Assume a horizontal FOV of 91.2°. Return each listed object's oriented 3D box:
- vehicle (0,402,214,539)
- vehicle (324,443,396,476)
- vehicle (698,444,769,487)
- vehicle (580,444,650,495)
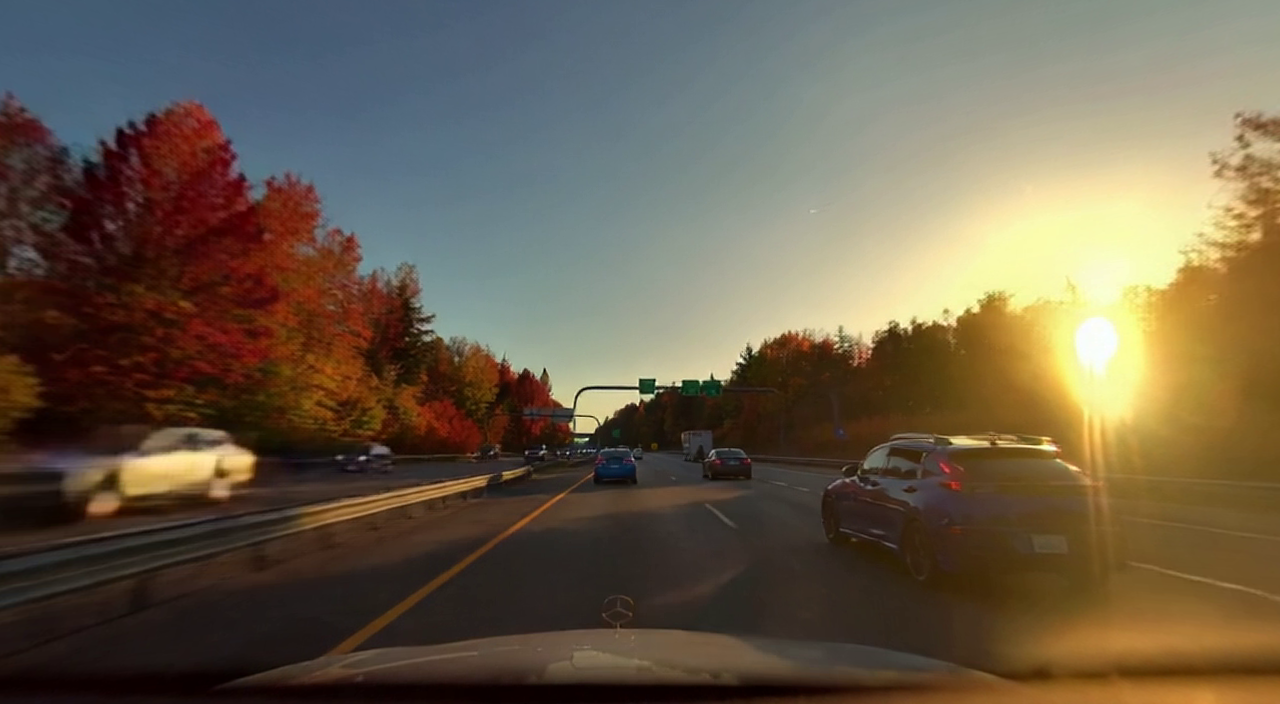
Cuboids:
[{"bbox_3d":[-9.036,1.668,9.008,2.512,1.641,4.748,0,-9,-1],"label":"vehicle"},{"bbox_3d":[-13.790,5.309,31.119,1.798,1.510,3.858,0,-9,-1],"label":"vehicle"},{"bbox_3d":[3.719,4.632,25.805,2.300,1.595,4.144,-1,-9,0],"label":"vehicle"},{"bbox_3d":[-0.787,3.932,21.332,2.128,1.516,4.410,0,-9,-1],"label":"vehicle"}]
